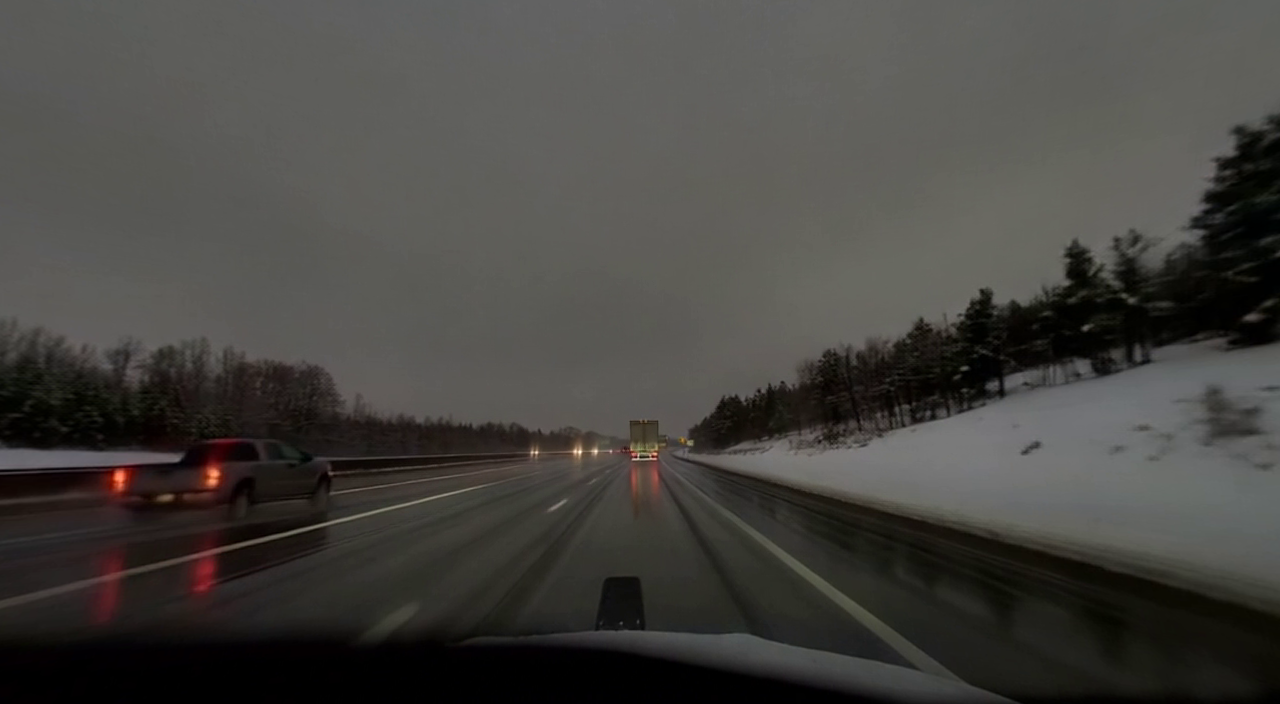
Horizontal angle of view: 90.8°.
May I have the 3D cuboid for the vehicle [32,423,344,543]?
[{"bbox_3d":[-7.606,2.252,11.459,2.067,1.676,4.789,0,-9,1],"label":"vehicle"}]
